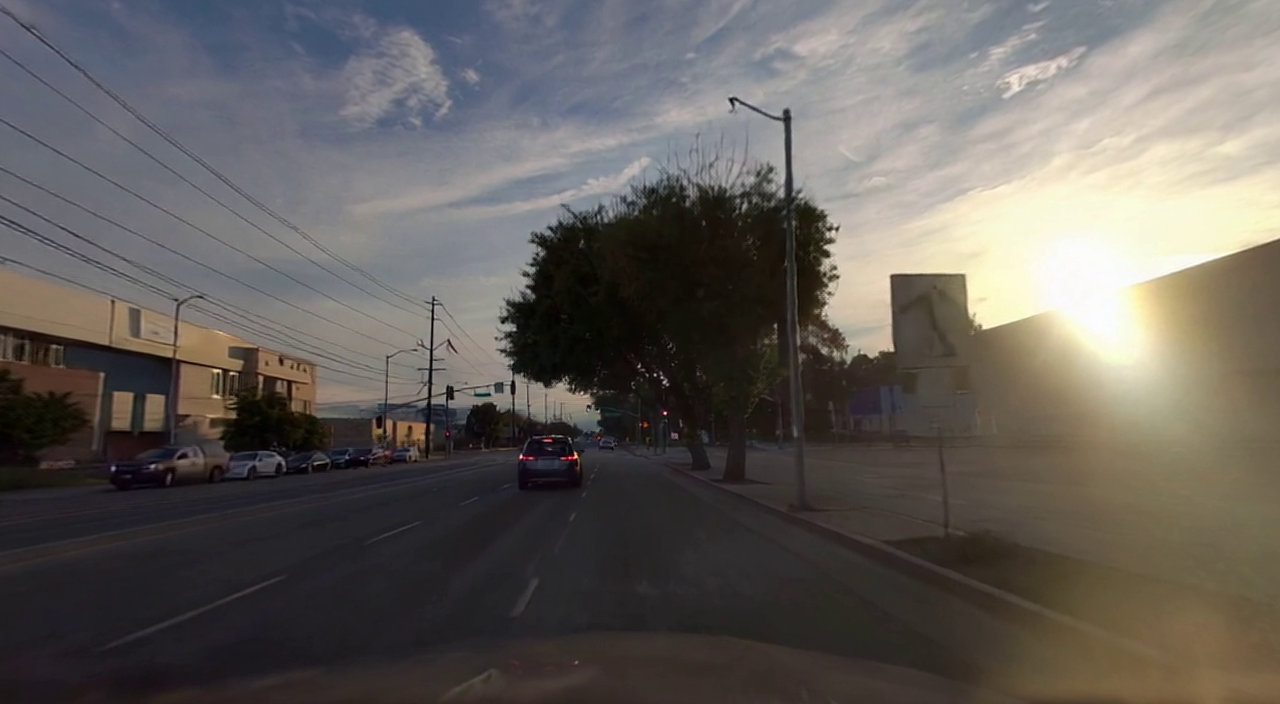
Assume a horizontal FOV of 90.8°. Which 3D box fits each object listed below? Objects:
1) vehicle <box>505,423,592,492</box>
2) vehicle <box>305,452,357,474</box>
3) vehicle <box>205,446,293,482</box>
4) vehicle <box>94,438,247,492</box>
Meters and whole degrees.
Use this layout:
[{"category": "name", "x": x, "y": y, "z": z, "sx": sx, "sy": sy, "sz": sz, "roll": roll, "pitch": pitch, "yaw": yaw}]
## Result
[{"category": "vehicle", "x": -2.522, "y": 3.033, "z": 18.399, "sx": 2.022, "sy": 1.757, "sz": 4.041, "roll": 0, "pitch": -8, "yaw": -2}, {"category": "vehicle", "x": -22.209, "y": 7.961, "z": 45.620, "sx": 1.790, "sy": 1.415, "sz": 4.450, "roll": 0, "pitch": -8, "yaw": -4}, {"category": "vehicle", "x": -21.500, "y": 6.138, "z": 35.031, "sx": 2.015, "sy": 1.815, "sz": 4.856, "roll": 0, "pitch": -8, "yaw": -4}, {"category": "vehicle", "x": -21.352, "y": 5.129, "z": 29.281, "sx": 2.369, "sy": 2.159, "sz": 6.388, "roll": 0, "pitch": -8, "yaw": -2}]
